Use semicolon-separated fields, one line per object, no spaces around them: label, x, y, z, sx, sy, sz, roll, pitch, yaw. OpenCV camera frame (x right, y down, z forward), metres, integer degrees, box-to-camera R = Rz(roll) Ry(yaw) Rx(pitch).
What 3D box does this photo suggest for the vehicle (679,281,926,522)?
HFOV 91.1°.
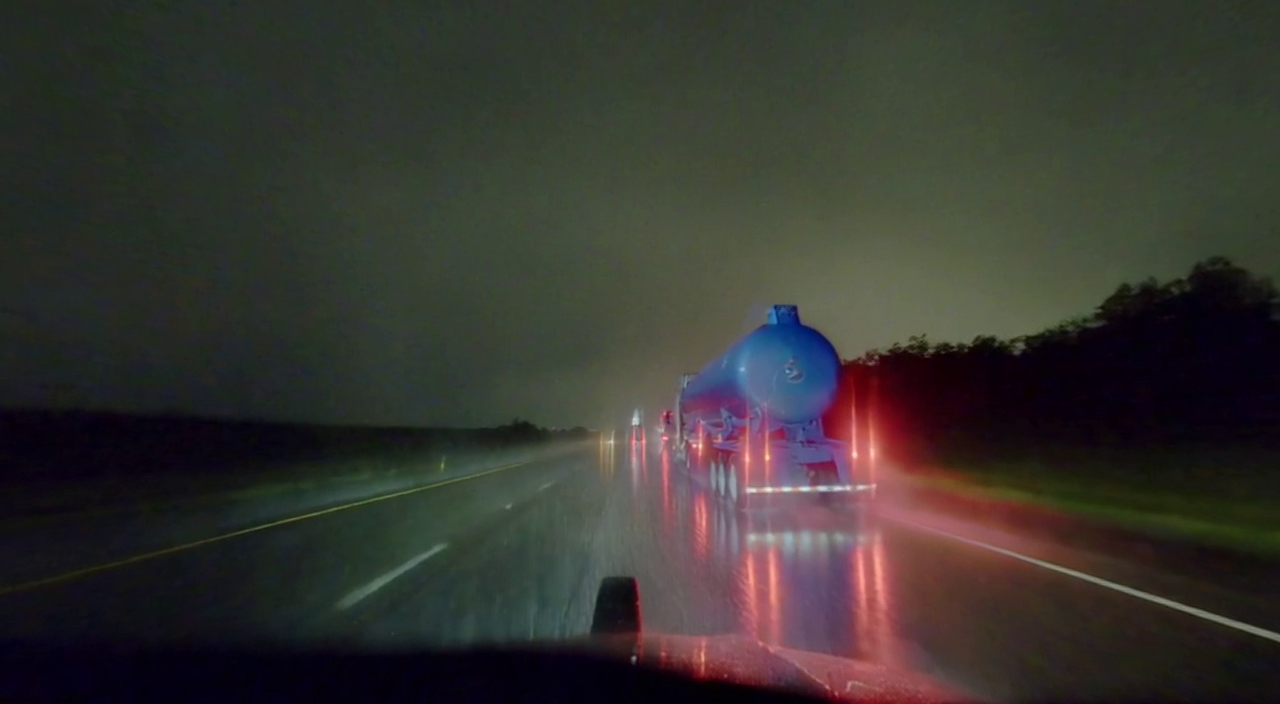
vehicle;2.837;1.498;15.495;2.946;3.745;11.516;0;-8;0
